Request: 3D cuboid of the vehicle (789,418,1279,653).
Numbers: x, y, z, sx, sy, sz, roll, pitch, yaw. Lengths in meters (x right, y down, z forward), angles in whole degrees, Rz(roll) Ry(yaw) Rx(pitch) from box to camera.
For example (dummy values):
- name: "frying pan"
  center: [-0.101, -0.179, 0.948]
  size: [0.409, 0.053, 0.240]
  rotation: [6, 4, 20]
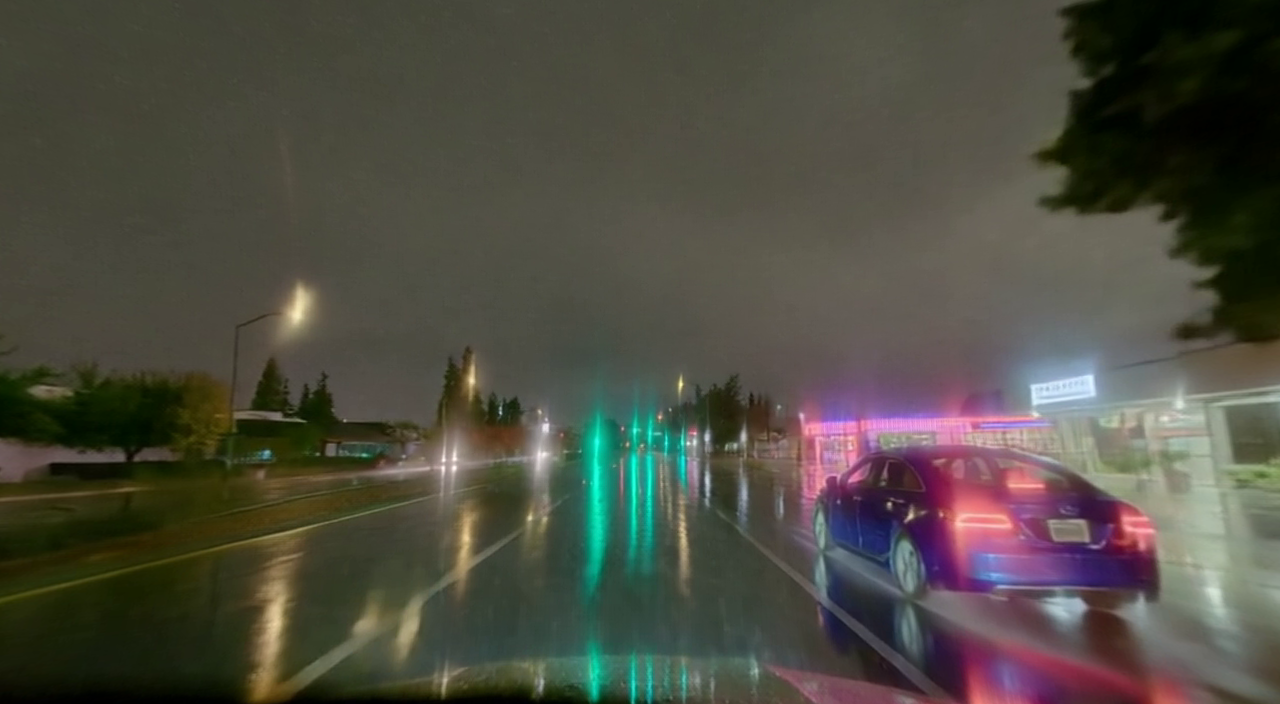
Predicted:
- name: "vehicle"
  center: [3.103, 1.515, 6.394]
  size: [2.004, 1.470, 4.544]
  rotation: [0, -8, -1]
